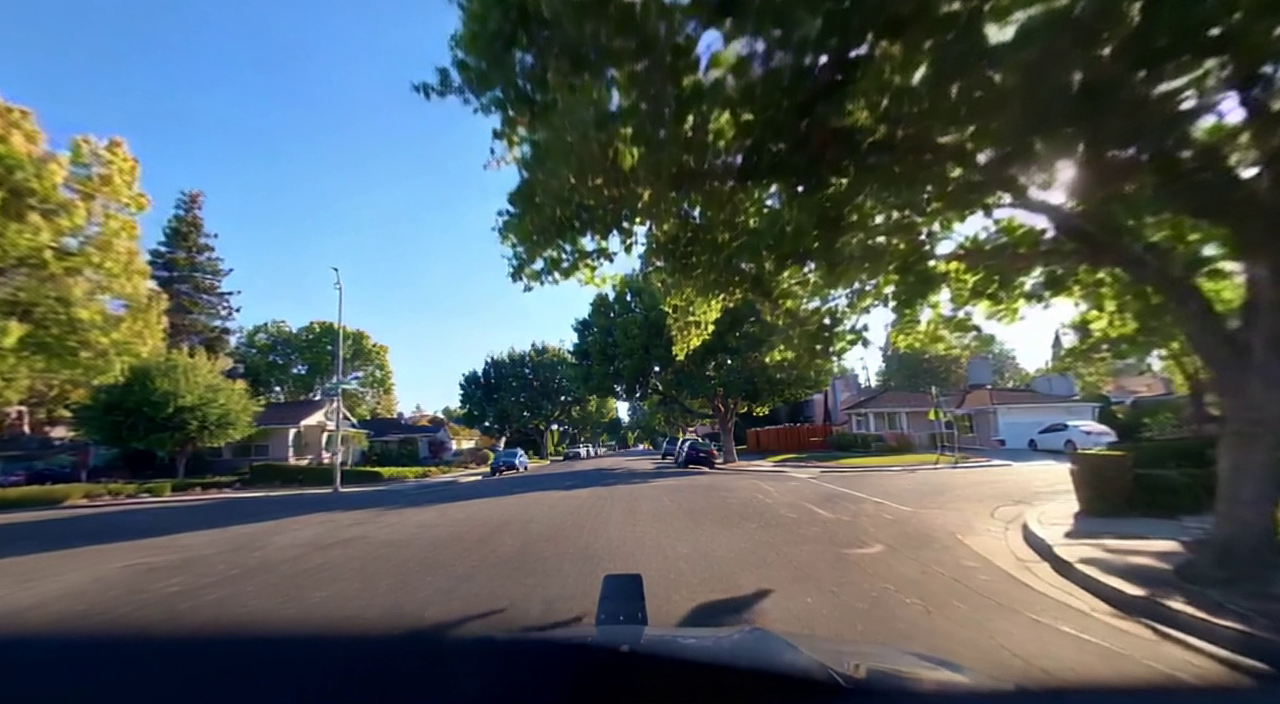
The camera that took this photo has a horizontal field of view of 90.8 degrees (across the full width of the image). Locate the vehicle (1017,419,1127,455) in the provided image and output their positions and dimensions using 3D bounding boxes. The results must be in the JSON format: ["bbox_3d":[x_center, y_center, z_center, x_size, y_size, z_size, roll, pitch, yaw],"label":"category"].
[{"bbox_3d":[19.441,3.892,28.716,1.839,1.466,4.486,1,-8,1],"label":"vehicle"}]

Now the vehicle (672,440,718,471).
[{"bbox_3d":[2.892,5.504,33.811,1.881,1.487,4.183,0,-8,-3],"label":"vehicle"}]
